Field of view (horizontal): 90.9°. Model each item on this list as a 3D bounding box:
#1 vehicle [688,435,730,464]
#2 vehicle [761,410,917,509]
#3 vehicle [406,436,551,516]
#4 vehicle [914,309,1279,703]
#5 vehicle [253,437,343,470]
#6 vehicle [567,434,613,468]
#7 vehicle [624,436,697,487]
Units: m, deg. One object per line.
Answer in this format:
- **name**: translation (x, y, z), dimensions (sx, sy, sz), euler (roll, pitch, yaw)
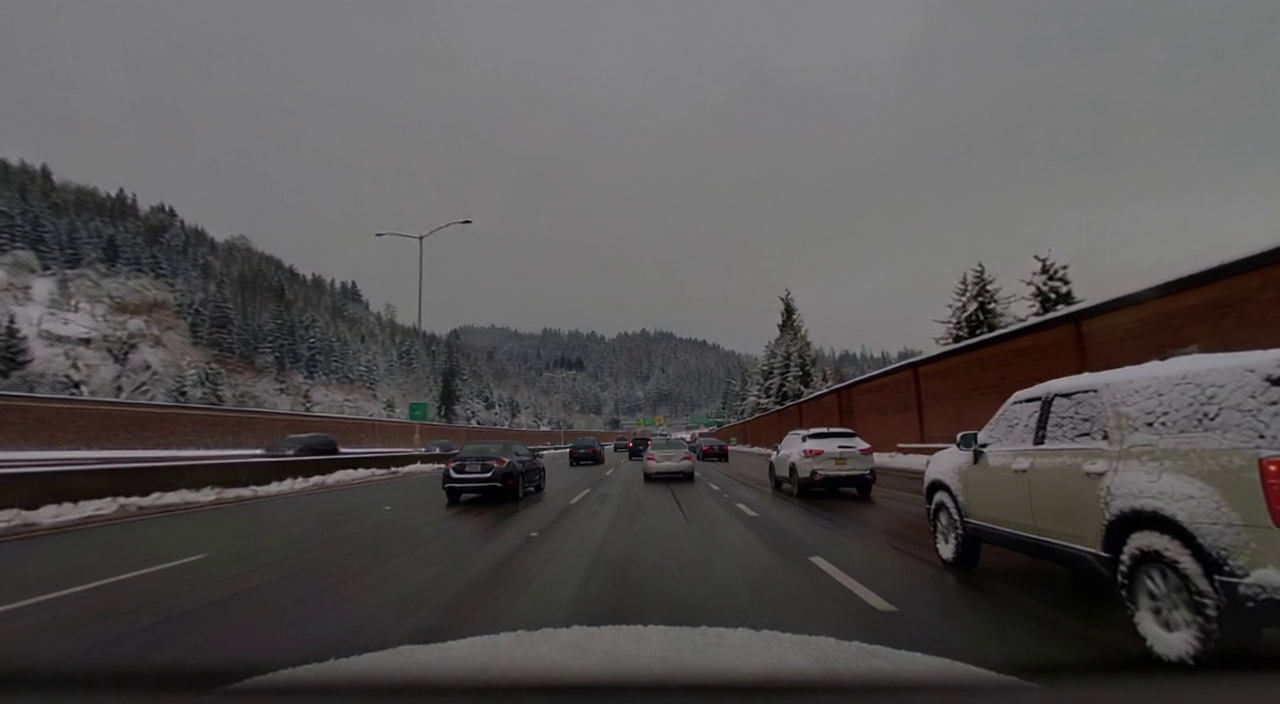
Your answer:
- **vehicle**: translation (3.764, 5.395, 35.041), dimensions (1.855, 1.513, 3.915), euler (0, -8, 0)
- **vehicle**: translation (4.254, 2.380, 14.399), dimensions (1.970, 1.872, 4.575), euler (0, -8, -1)
- **vehicle**: translation (-3.285, 2.602, 13.819), dimensions (1.961, 1.456, 4.362), euler (0, -8, 1)
- **vehicle**: translation (3.753, 0.941, 4.142), dimensions (1.930, 1.831, 4.344), euler (0, -8, 0)
- **vehicle**: translation (-21.898, 6.511, 40.760), dimensions (2.448, 1.955, 6.132), euler (0, -8, -1)
- **vehicle**: translation (-2.822, 5.732, 36.672), dimensions (2.154, 1.793, 4.736), euler (0, -8, 2)
- **vehicle**: translation (0.582, 3.494, 20.455), dimensions (2.105, 1.471, 3.978), euler (0, -8, 0)
